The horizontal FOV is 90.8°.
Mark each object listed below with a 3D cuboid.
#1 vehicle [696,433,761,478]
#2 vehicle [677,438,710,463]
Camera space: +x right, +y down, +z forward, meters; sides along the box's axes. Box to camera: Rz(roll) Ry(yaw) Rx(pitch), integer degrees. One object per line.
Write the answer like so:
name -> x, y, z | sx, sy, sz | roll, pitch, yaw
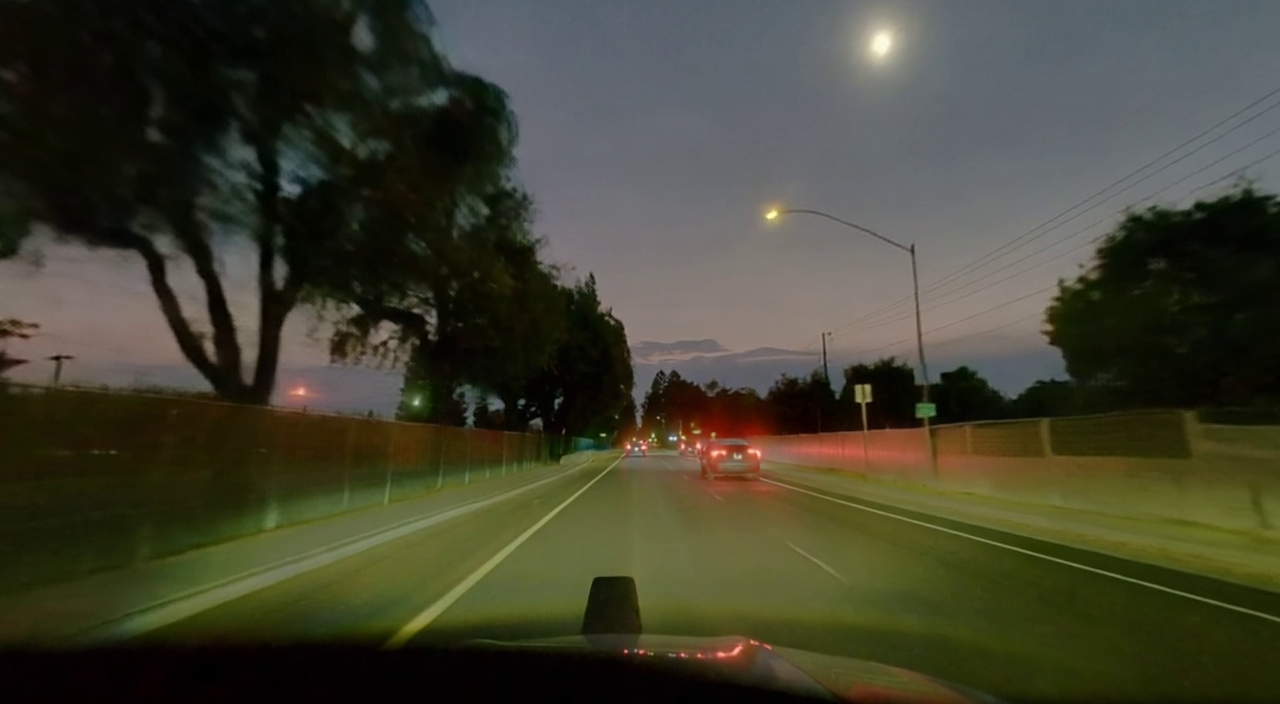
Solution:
vehicle -> 3.855, 4.589, 28.277 | 2.112, 1.825, 4.574 | 0, -9, -2
vehicle -> 3.790, 7.070, 45.390 | 2.012, 1.653, 4.115 | 0, -9, 0
